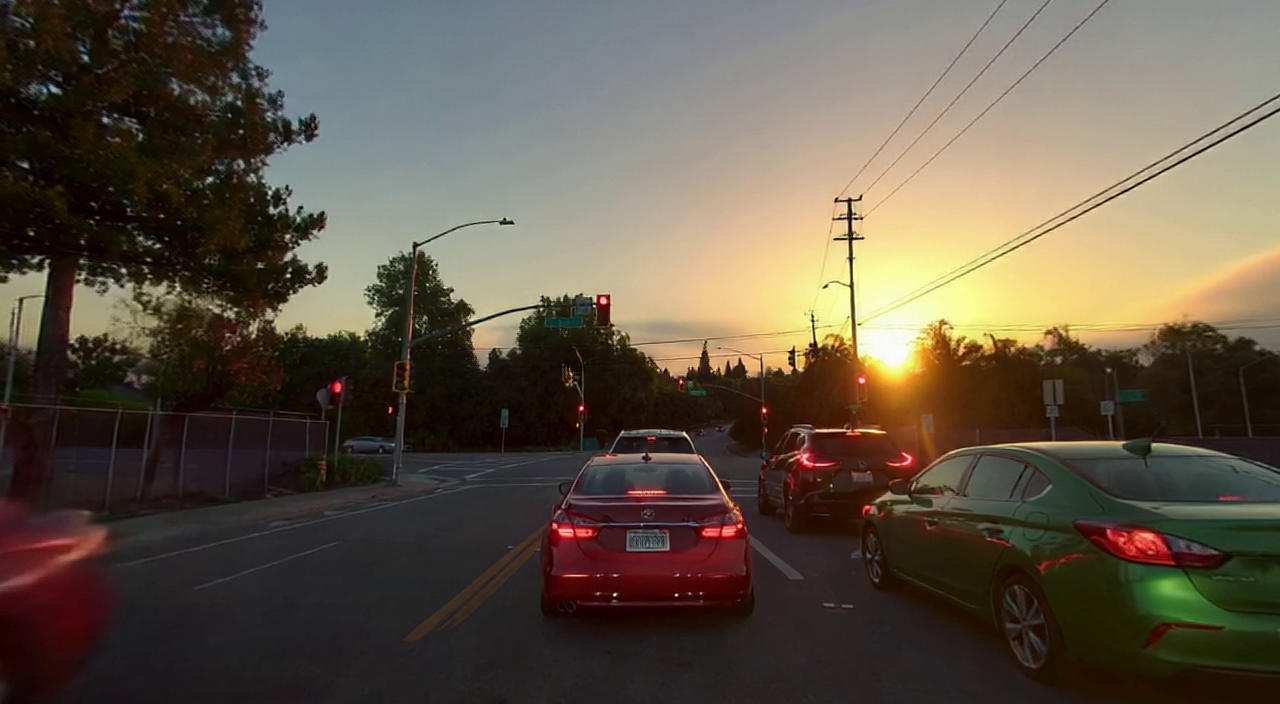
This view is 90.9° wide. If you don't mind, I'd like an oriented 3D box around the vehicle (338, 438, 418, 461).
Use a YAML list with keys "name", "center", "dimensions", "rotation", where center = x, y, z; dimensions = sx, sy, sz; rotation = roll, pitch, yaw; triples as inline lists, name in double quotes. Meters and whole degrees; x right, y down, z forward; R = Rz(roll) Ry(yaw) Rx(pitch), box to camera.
- name: "vehicle"
  center: [-17.214, 6.409, 41.472]
  dimensions: [4.406, 1.458, 1.892]
  rotation: [-1, -8, 7]

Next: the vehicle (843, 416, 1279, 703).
- name: "vehicle"
  center: [3.090, 1.240, 4.142]
  dimensions: [2.027, 1.432, 4.431]
  rotation: [0, -8, 0]

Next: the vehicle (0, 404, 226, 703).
- name: "vehicle"
  center: [-3.279, 0.774, 1.250]
  dimensions: [1.959, 1.456, 4.488]
  rotation: [0, -8, -2]

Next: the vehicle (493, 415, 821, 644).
- name: "vehicle"
  center: [0.085, 1.502, 6.433]
  dimensions: [2.170, 1.497, 4.369]
  rotation: [0, -8, -1]
